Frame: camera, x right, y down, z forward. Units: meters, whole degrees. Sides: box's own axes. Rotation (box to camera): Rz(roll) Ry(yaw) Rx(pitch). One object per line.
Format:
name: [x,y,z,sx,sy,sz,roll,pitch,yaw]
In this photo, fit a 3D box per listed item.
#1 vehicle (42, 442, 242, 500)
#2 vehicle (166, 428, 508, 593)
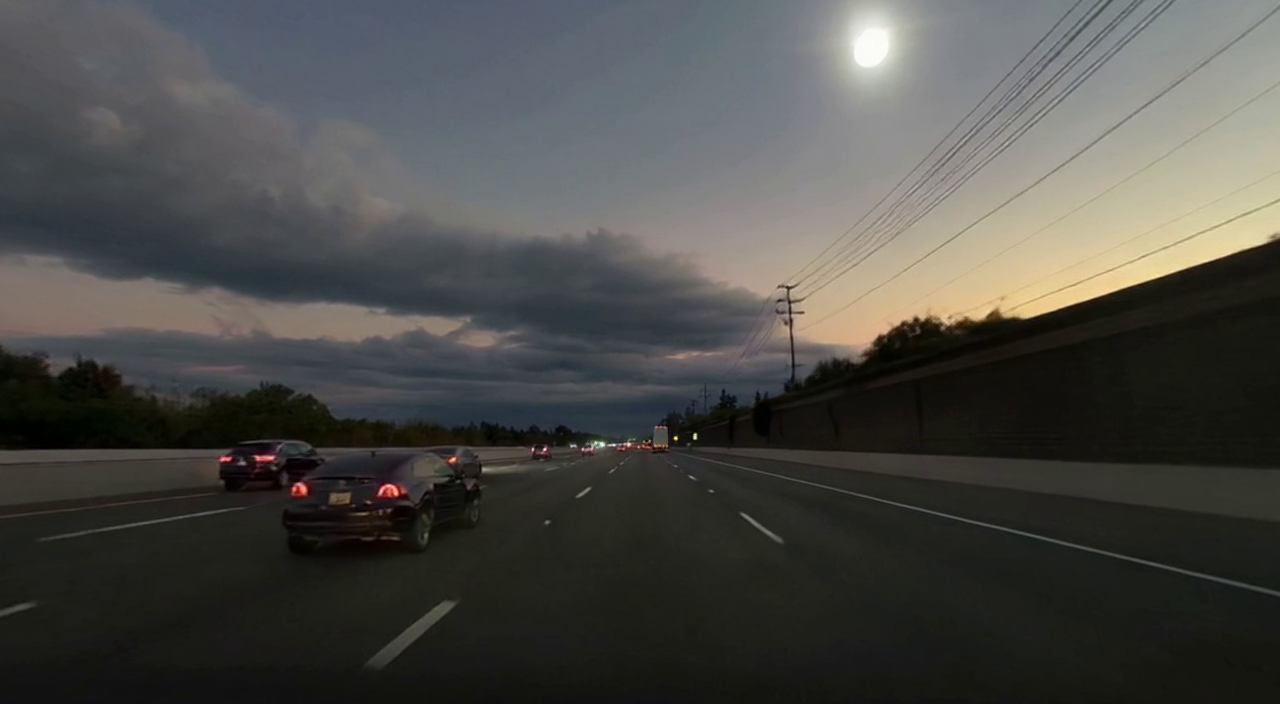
vehicle: [-14.579,3.480,18.908,2.039,1.516,4.780,0,-9,1]
vehicle: [-3.393,1.869,8.485,2.045,1.532,4.954,0,-9,1]
